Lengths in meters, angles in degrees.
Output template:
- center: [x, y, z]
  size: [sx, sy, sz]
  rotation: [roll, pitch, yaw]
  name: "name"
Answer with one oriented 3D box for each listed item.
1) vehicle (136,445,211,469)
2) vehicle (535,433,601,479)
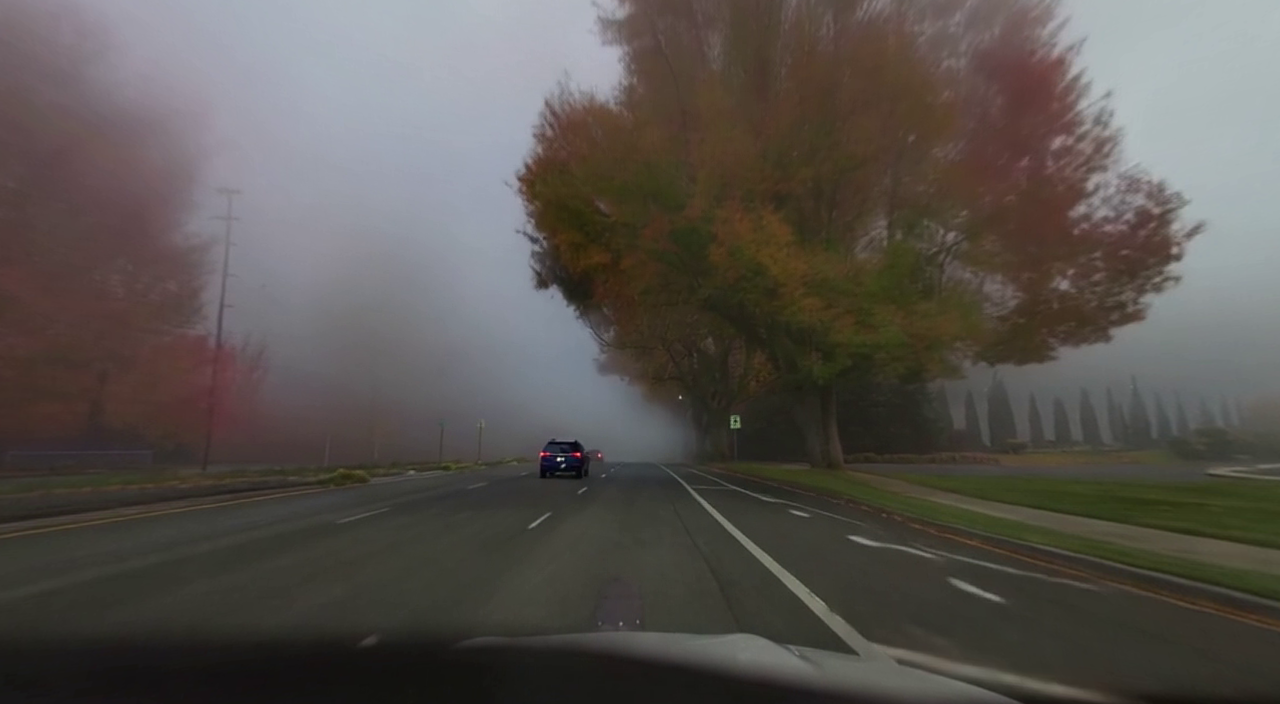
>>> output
- center: [-33.539, 7.548, 45.345]
  size: [3.856, 1.655, 1.842]
  rotation: [1, -9, -3]
  name: "vehicle"
- center: [-2.994, 4.458, 27.077]
  size: [2.112, 1.779, 4.489]
  rotation: [0, -9, 2]
  name: "vehicle"
